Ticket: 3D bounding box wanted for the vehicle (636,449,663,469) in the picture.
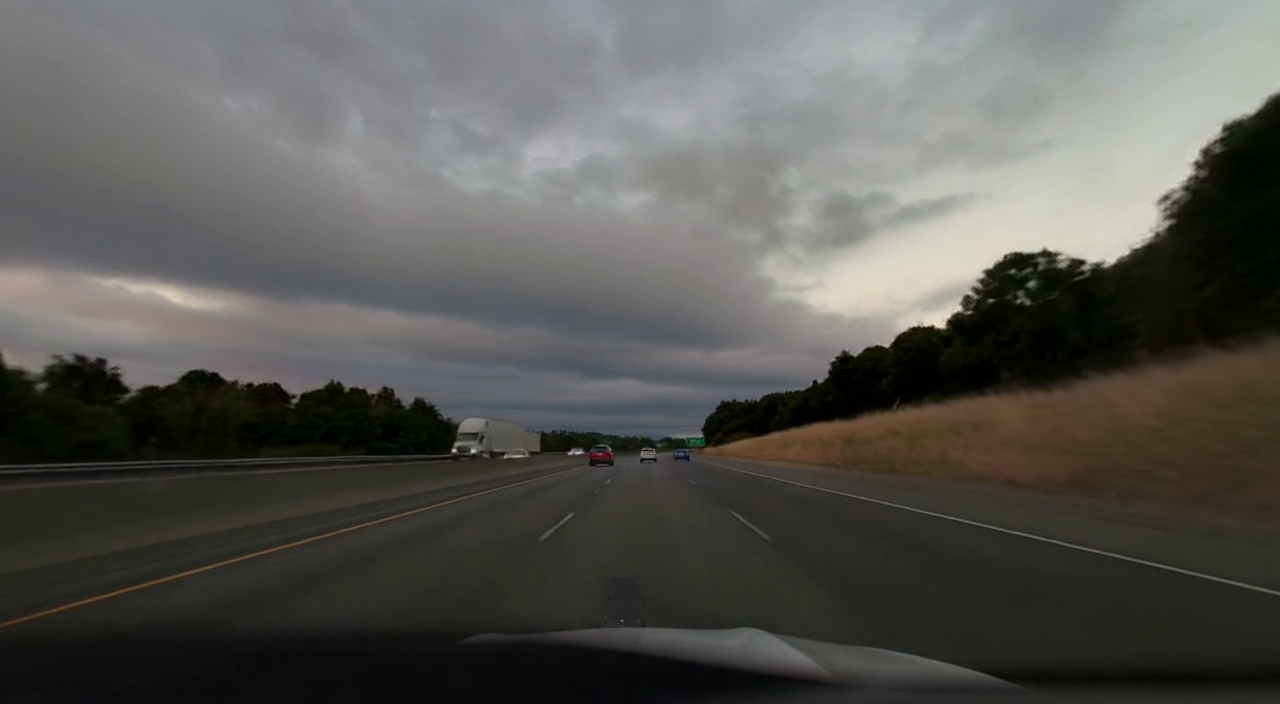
[{"bbox_3d":[0.743,8.427,49.750,2.036,1.519,4.225,0,-9,1],"label":"vehicle"}]
